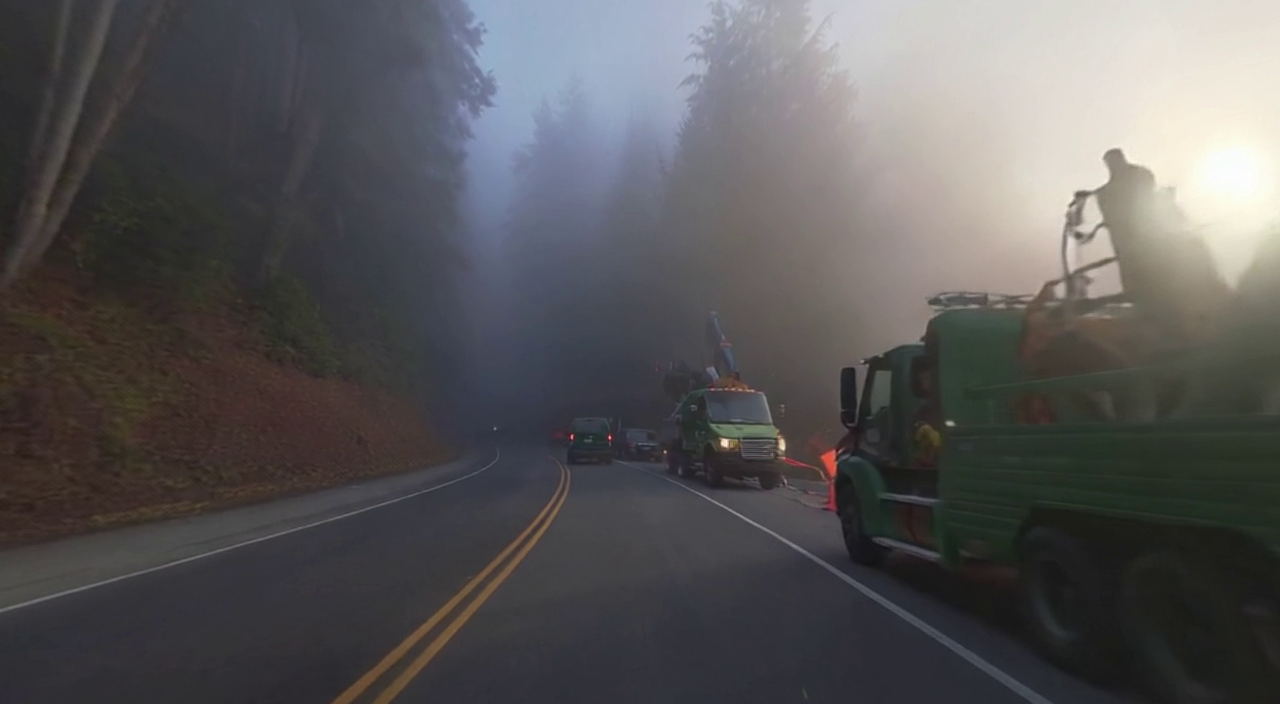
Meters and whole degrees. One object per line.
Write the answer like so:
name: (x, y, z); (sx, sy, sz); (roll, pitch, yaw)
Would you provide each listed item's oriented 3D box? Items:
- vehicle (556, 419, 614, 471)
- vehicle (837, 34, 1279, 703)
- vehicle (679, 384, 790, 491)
vehicle: (-2.721, 4.427, 30.033); (2.362, 2.223, 4.892); (2, -9, -9)
vehicle: (4.560, 0.544, 5.331); (3.126, 3.310, 8.534); (0, -8, 1)
vehicle: (2.871, 2.768, 20.406); (2.703, 3.066, 4.047); (1, -8, -3)
